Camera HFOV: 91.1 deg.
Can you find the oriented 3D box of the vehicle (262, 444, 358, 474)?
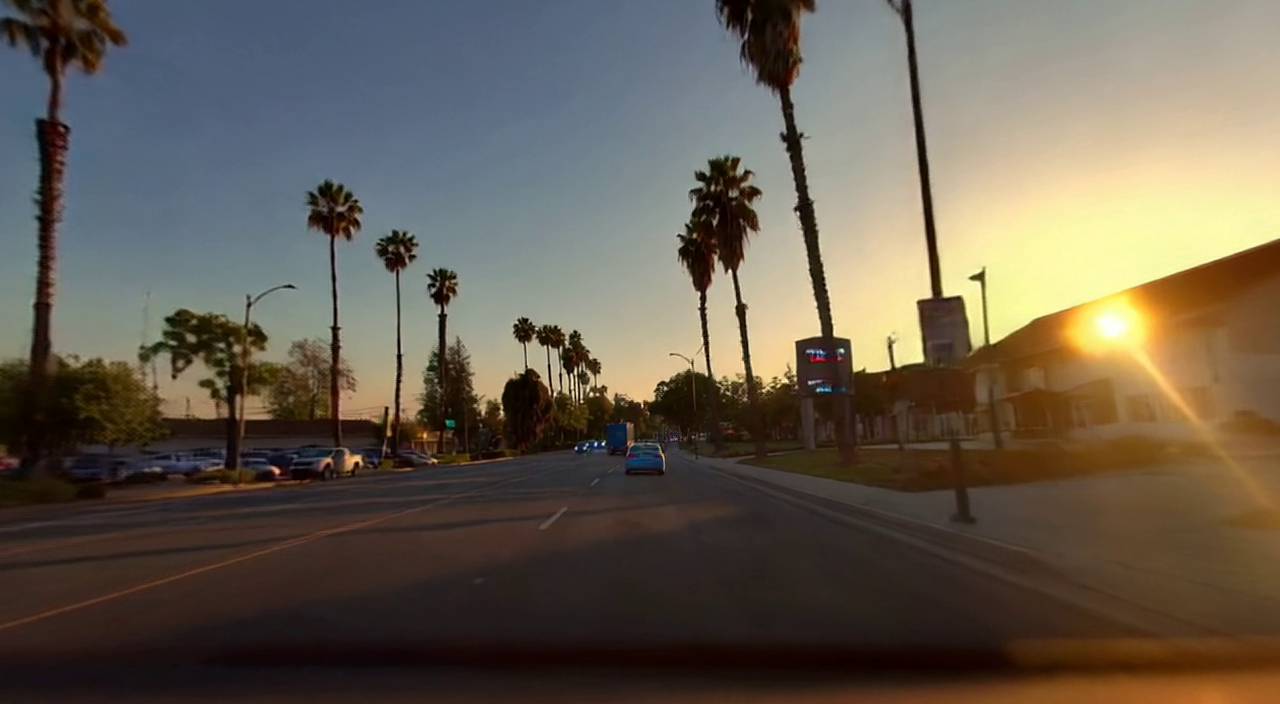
[{"bbox_3d":[-21.358,6.927,40.816,4.979,1.893,2.084,0,-9,-2],"label":"vehicle"}]

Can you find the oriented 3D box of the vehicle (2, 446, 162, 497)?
[{"bbox_3d":[-22.855,4.874,25.858,4.672,1.665,1.957,-3,-7,-2],"label":"vehicle"}]

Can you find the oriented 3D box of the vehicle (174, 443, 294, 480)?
[{"bbox_3d":[-22.114,5.967,34.369,4.961,1.894,2.256,0,-9,0],"label":"vehicle"}]

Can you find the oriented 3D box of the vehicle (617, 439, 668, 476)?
[{"bbox_3d":[0.080,4.694,28.181,2.144,1.514,4.063,0,-9,-1],"label":"vehicle"}]
